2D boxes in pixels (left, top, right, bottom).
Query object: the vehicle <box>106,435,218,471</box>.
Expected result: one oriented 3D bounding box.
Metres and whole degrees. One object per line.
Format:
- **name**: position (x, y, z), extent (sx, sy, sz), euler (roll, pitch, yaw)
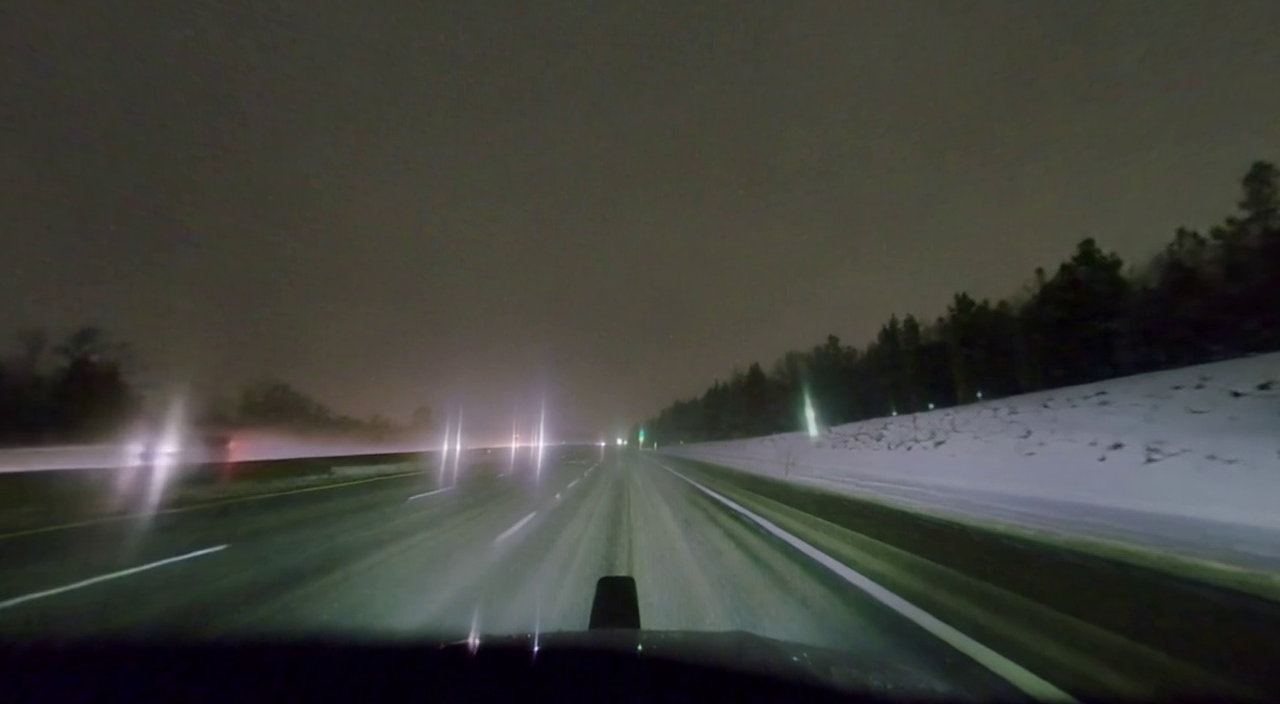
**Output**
- **vehicle**: position (-23.614, 4.988, 31.376), extent (1.938, 1.603, 4.827), euler (0, -8, -2)
